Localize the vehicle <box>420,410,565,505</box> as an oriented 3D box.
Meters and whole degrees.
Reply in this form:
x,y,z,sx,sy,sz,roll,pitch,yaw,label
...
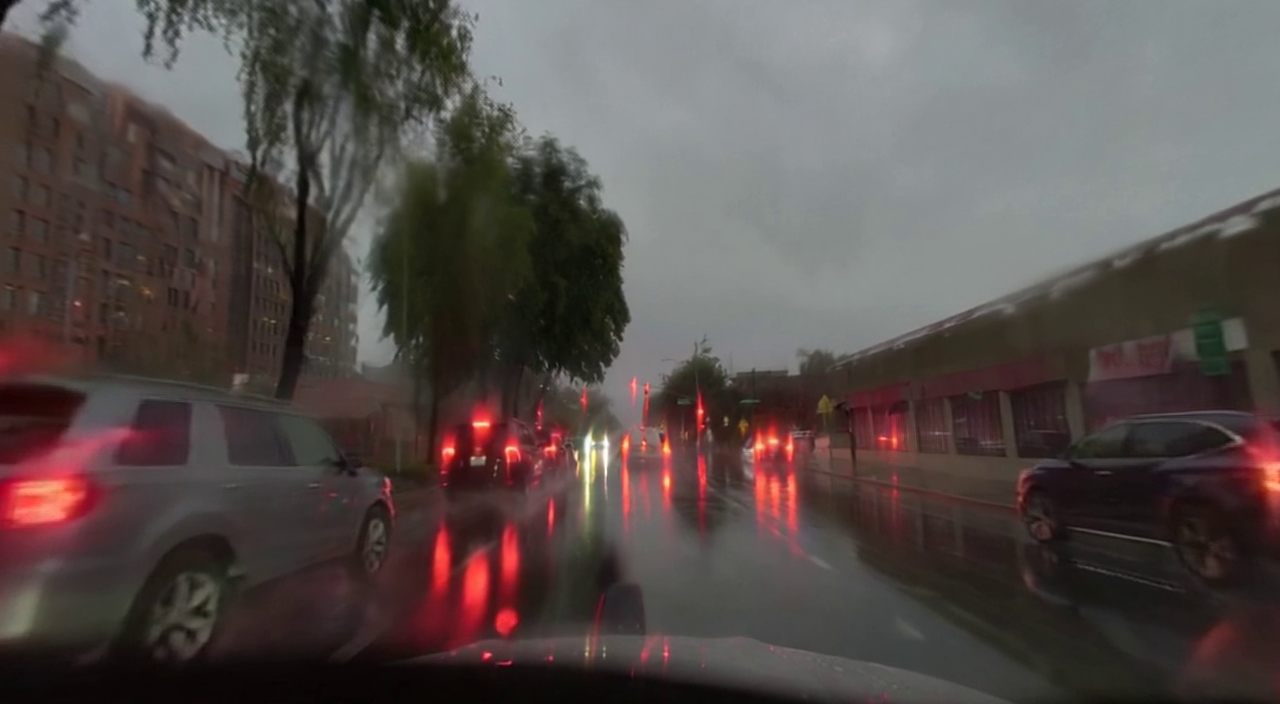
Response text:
x,y,z,sx,sy,sz,roll,pitch,yaw,label
-3.402,2.583,15.779,2.487,1.978,4.628,0,-9,0,vehicle

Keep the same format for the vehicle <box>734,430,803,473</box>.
x,y,z,sx,sy,sz,roll,pitch,yaw,label
6.194,4.872,31.063,2.300,1.903,4.579,0,-9,-1,vehicle

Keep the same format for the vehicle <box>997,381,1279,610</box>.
x,y,z,sx,sy,sz,roll,pitch,yaw,label
6.486,1.521,7.383,1.997,1.943,4.409,0,-9,0,vehicle

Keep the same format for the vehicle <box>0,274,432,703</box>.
x,y,z,sx,sy,sz,roll,pitch,yaw,label
-3.459,1.034,4.651,2.223,1.957,4.845,0,-9,0,vehicle

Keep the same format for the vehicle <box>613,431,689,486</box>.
x,y,z,sx,sy,sz,roll,pitch,yaw,label
0.241,3.401,20.419,2.201,1.589,3.843,0,-9,-2,vehicle

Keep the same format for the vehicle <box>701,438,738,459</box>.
x,y,z,sx,sy,sz,roll,pitch,yaw,label
6.030,7.402,48.462,1.986,1.477,4.510,0,-9,-3,vehicle
